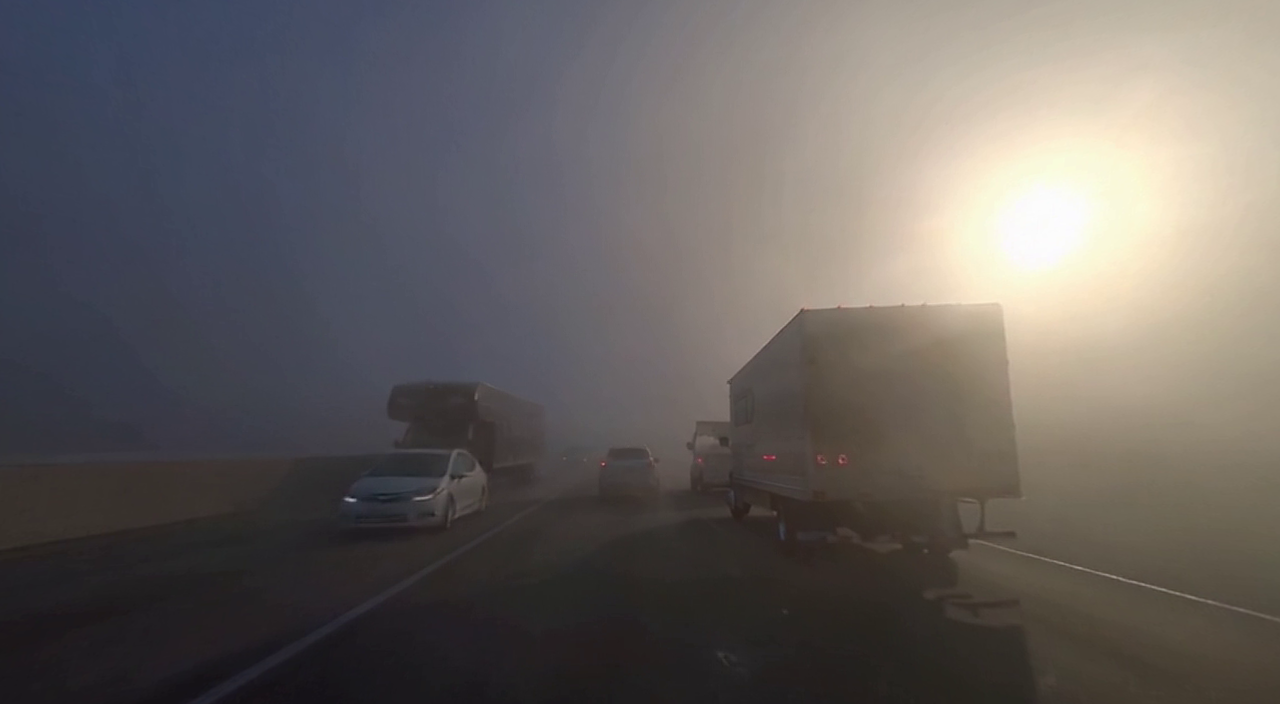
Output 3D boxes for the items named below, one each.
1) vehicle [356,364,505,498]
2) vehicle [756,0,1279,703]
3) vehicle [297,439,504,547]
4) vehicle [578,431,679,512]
[{"bbox_3d":[-6.910,2.796,21.925,3.008,3.987,5.871,0,-9,1],"label":"vehicle"},{"bbox_3d":[2.795,0.063,3.895,2.934,3.963,5.832,0,-9,-1],"label":"vehicle"},{"bbox_3d":[-3.816,2.301,10.932,1.980,1.499,3.944,0,-9,1],"label":"vehicle"},{"bbox_3d":[-0.279,2.922,15.840,2.201,1.719,4.058,0,-9,-1],"label":"vehicle"}]
